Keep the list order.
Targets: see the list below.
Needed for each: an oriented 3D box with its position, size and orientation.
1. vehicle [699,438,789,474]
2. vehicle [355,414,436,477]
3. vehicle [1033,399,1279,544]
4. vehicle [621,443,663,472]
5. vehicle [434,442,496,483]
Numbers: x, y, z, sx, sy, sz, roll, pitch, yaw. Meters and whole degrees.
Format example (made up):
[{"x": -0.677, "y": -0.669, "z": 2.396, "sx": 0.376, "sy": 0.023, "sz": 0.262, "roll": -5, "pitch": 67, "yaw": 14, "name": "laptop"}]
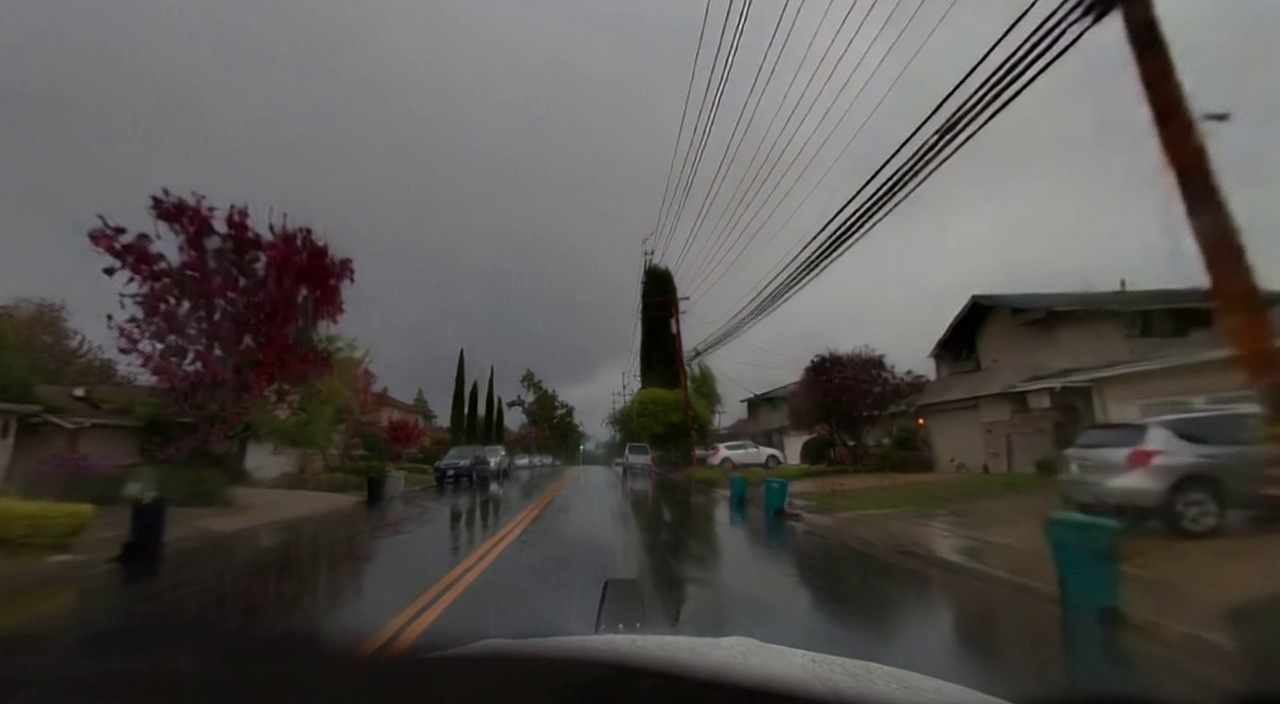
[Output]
[{"x": 5.825, "y": 5.903, "z": 35.722, "sx": 4.489, "sy": 1.812, "sz": 2.056, "roll": 0, "pitch": -14, "yaw": -8, "name": "vehicle"}, {"x": -13.826, "y": 5.407, "z": 36.484, "sx": 2.781, "sy": 3.221, "sz": 7.995, "roll": 2, "pitch": -9, "yaw": -10, "name": "vehicle"}, {"x": 8.502, "y": 1.632, "z": 9.090, "sx": 4.337, "sy": 1.768, "sz": 1.962, "roll": -1, "pitch": -9, "yaw": -3, "name": "vehicle"}, {"x": 0.042, "y": 7.461, "z": 44.850, "sx": 2.203, "sy": 1.952, "sz": 5.111, "roll": 2, "pitch": -9, "yaw": -9, "name": "vehicle"}, {"x": -8.512, "y": 5.500, "z": 31.110, "sx": 2.046, "sy": 1.777, "sz": 4.473, "roll": -2, "pitch": -12, "yaw": -4, "name": "vehicle"}]
